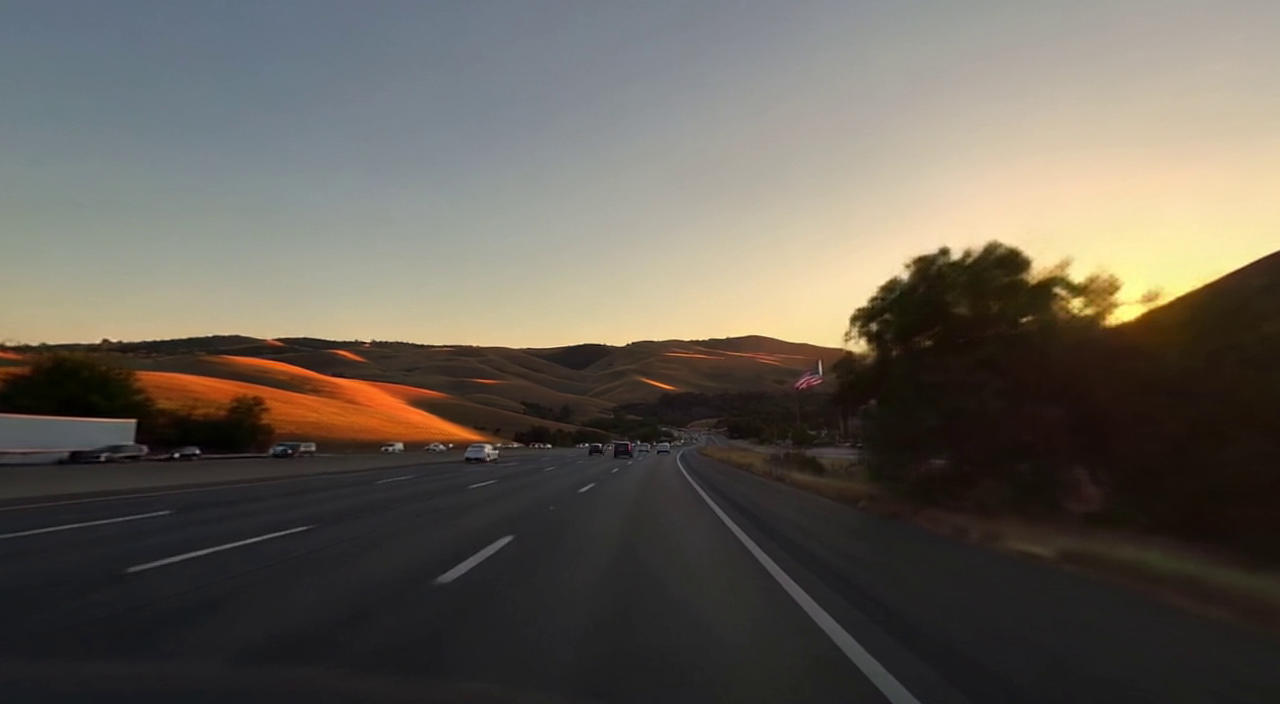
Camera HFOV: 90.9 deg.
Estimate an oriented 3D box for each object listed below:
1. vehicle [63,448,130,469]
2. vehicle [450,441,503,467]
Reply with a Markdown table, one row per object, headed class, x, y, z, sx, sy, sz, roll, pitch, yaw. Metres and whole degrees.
| class | x | y | z | sx | sy | sz | roll | pitch | yaw |
| --- | --- | --- | --- | --- | --- | --- | --- | --- | --- |
| vehicle | -41.201 | 8.047 | 47.883 | 1.711 | 1.456 | 3.747 | 1 | -9 | 0 |
| vehicle | -9.995 | 6.265 | 38.981 | 1.927 | 1.454 | 4.395 | -1 | -8 | 3 |
